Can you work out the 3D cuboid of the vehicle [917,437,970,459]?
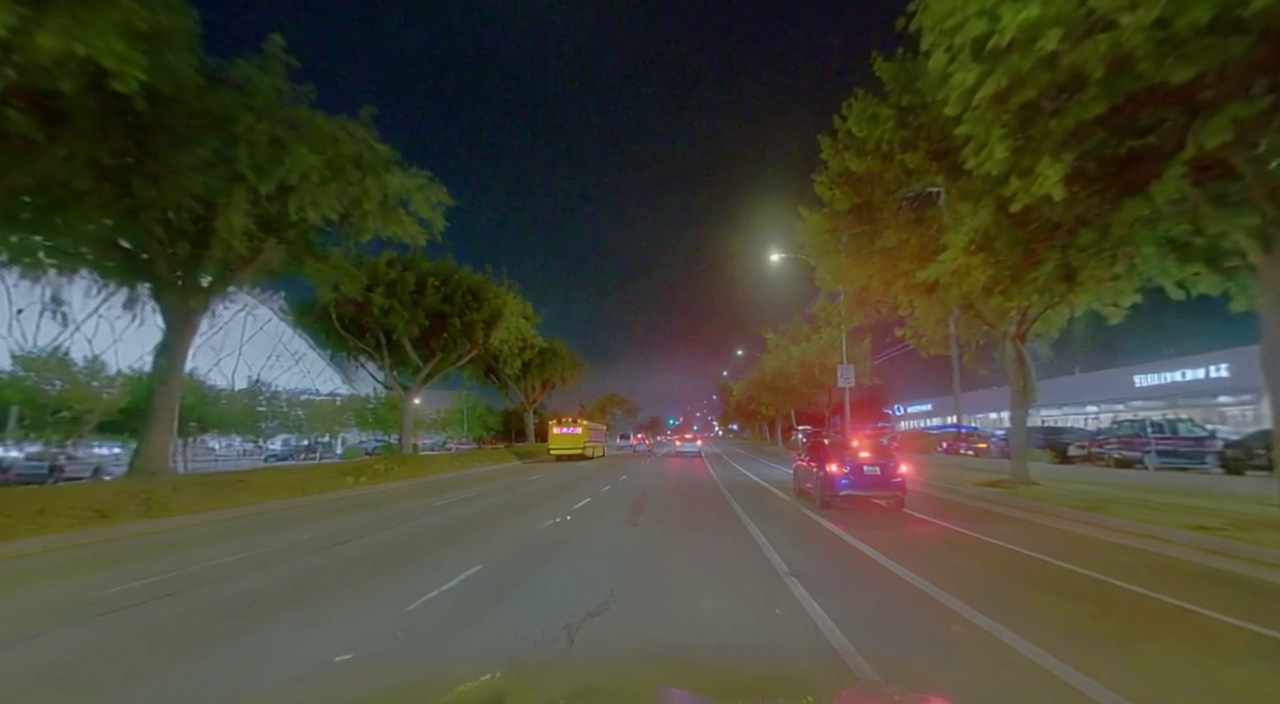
[{"bbox_3d":[21.620,6.887,45.202,1.849,1.466,4.831,-1,-9,6],"label":"vehicle"}]

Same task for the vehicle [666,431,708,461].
[{"bbox_3d":[2.524,5.089,33.988,2.123,1.498,4.226,-1,-9,4],"label":"vehicle"}]

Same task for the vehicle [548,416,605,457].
[{"bbox_3d":[-4.114,5.707,42.146,2.485,2.556,6.363,-1,-9,6],"label":"vehicle"}]
